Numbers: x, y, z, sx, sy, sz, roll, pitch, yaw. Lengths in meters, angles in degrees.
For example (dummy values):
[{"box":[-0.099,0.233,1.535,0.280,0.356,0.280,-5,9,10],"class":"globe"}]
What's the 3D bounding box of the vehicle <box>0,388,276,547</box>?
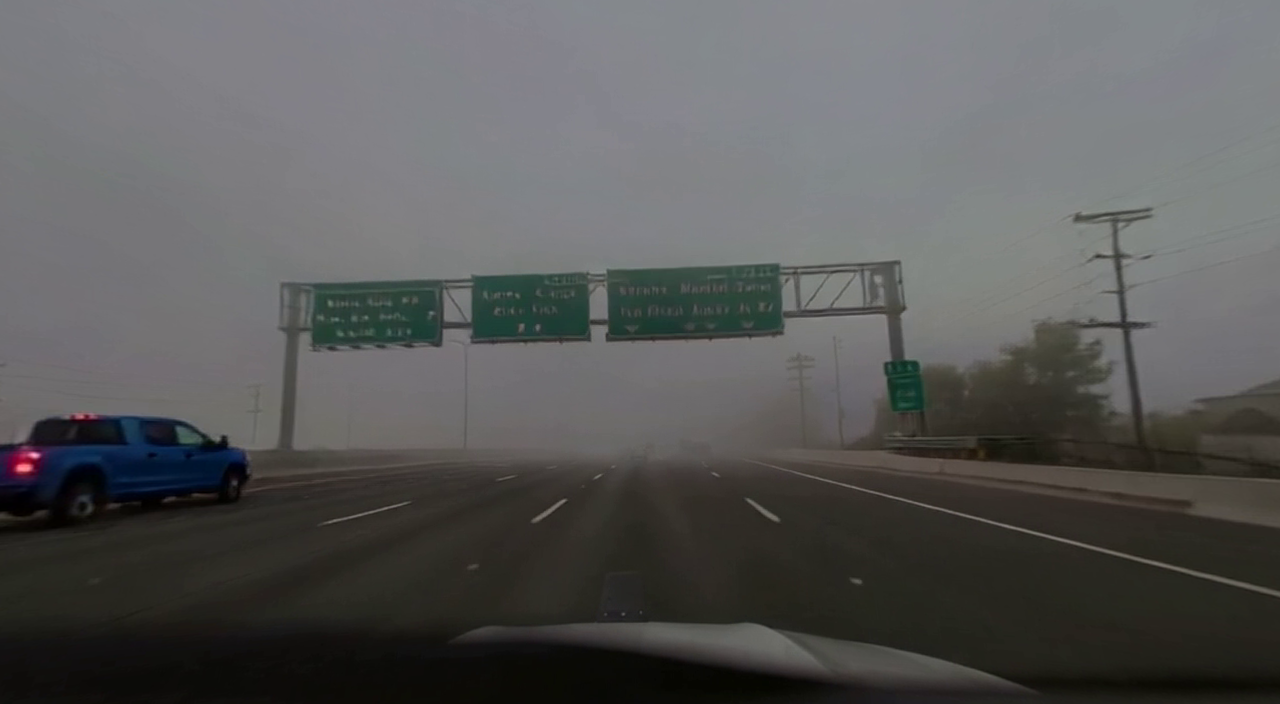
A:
[{"box":[-10.131,2.064,11.903,2.667,2.213,6.081,0,-8,1],"class":"vehicle"}]
